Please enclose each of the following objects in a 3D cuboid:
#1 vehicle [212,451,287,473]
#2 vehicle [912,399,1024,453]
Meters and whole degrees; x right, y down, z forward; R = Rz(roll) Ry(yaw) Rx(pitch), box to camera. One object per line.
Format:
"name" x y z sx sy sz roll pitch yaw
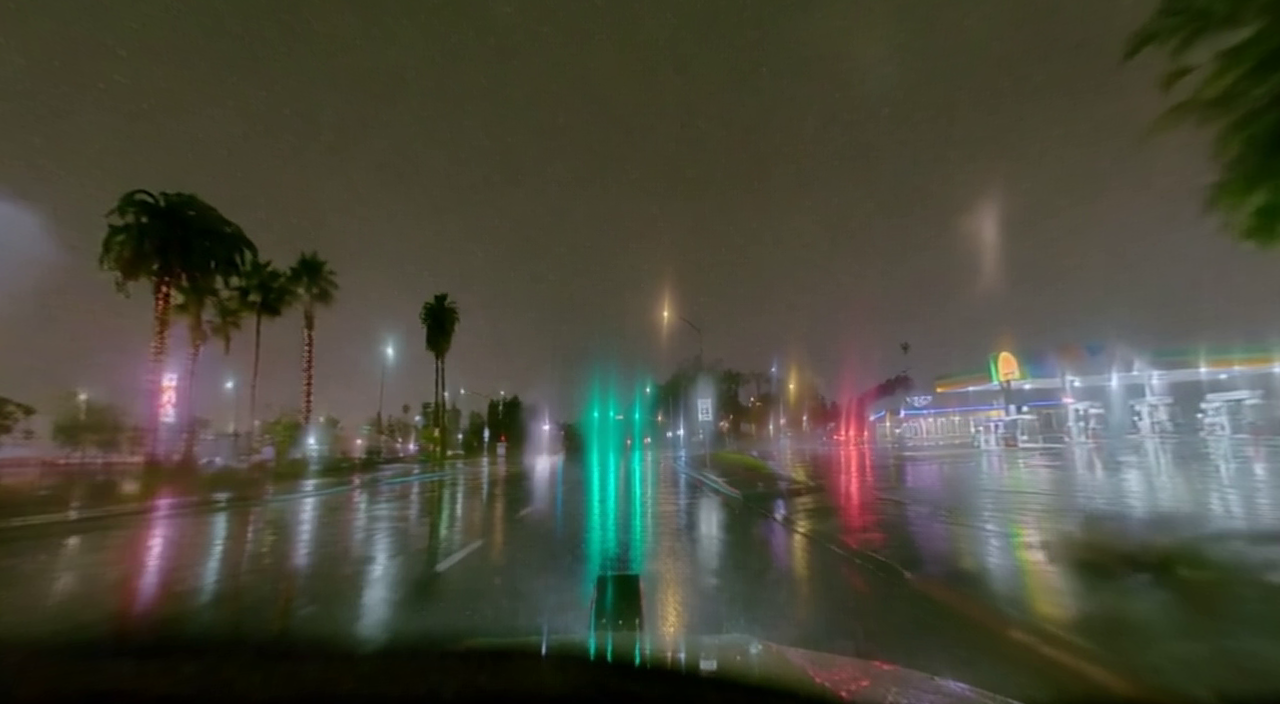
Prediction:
"vehicle" -28.927 8.116 46.667 4.420 1.445 1.954 6 -10 -37
"vehicle" 15.984 3.657 30.573 5.529 2.395 2.399 6 -10 -35
